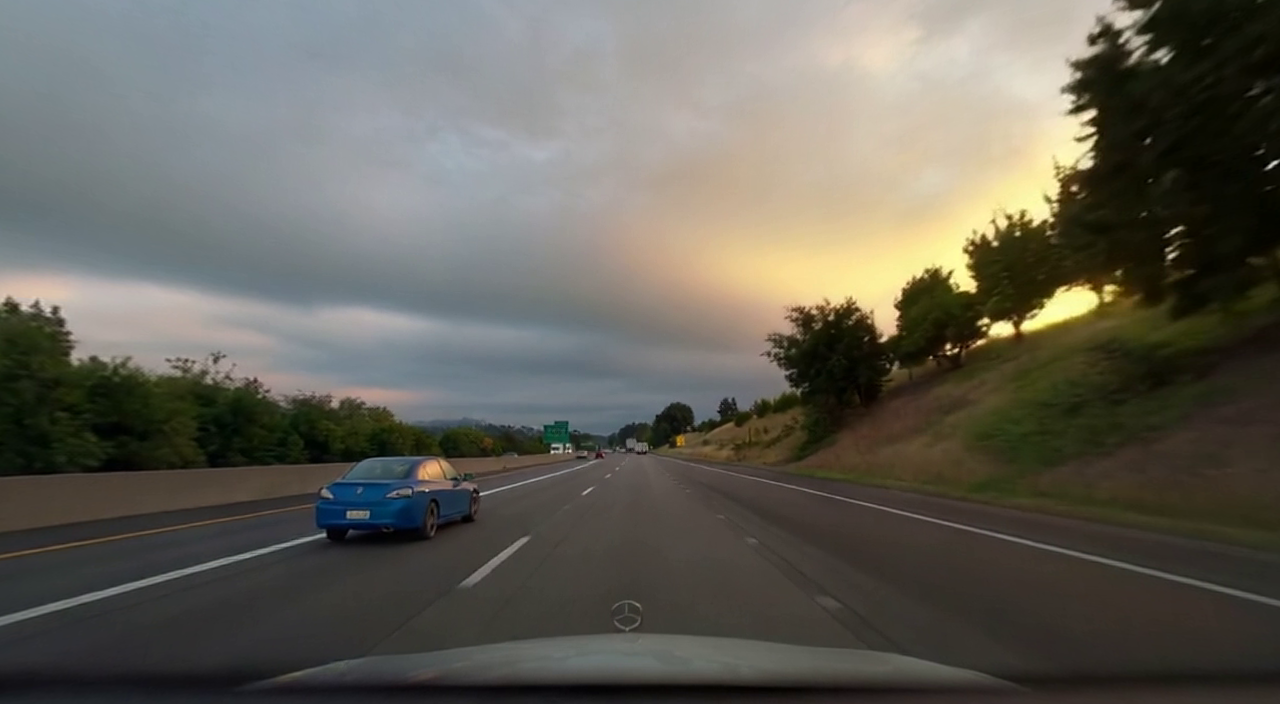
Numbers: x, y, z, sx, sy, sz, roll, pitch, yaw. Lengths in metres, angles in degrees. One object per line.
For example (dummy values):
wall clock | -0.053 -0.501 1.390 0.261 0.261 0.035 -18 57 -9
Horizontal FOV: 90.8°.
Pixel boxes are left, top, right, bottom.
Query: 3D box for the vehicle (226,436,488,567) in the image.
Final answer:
vehicle | -3.865 2.085 9.536 2.121 1.537 3.852 0 -9 1
